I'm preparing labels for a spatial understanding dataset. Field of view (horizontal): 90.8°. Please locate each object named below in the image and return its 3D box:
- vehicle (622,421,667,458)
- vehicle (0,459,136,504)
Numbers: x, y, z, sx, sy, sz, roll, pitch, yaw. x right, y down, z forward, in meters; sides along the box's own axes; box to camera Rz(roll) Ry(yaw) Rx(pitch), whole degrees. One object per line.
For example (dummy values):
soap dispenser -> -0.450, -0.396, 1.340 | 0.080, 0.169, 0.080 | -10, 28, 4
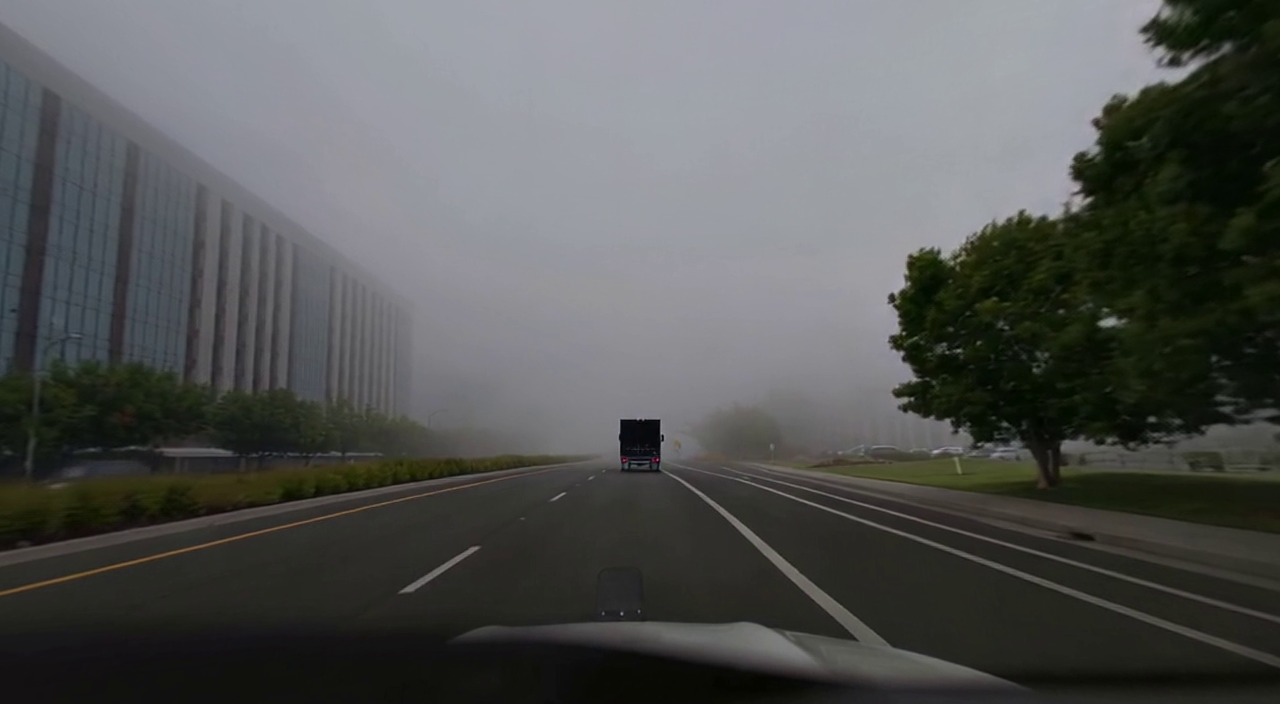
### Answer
vehicle -> 0.159, 4.637, 33.329 | 2.178, 1.829, 4.932 | 0, -9, -1
vehicle -> -22.977, 5.176, 25.598 | 1.797, 1.585, 3.957 | 0, -9, 0
